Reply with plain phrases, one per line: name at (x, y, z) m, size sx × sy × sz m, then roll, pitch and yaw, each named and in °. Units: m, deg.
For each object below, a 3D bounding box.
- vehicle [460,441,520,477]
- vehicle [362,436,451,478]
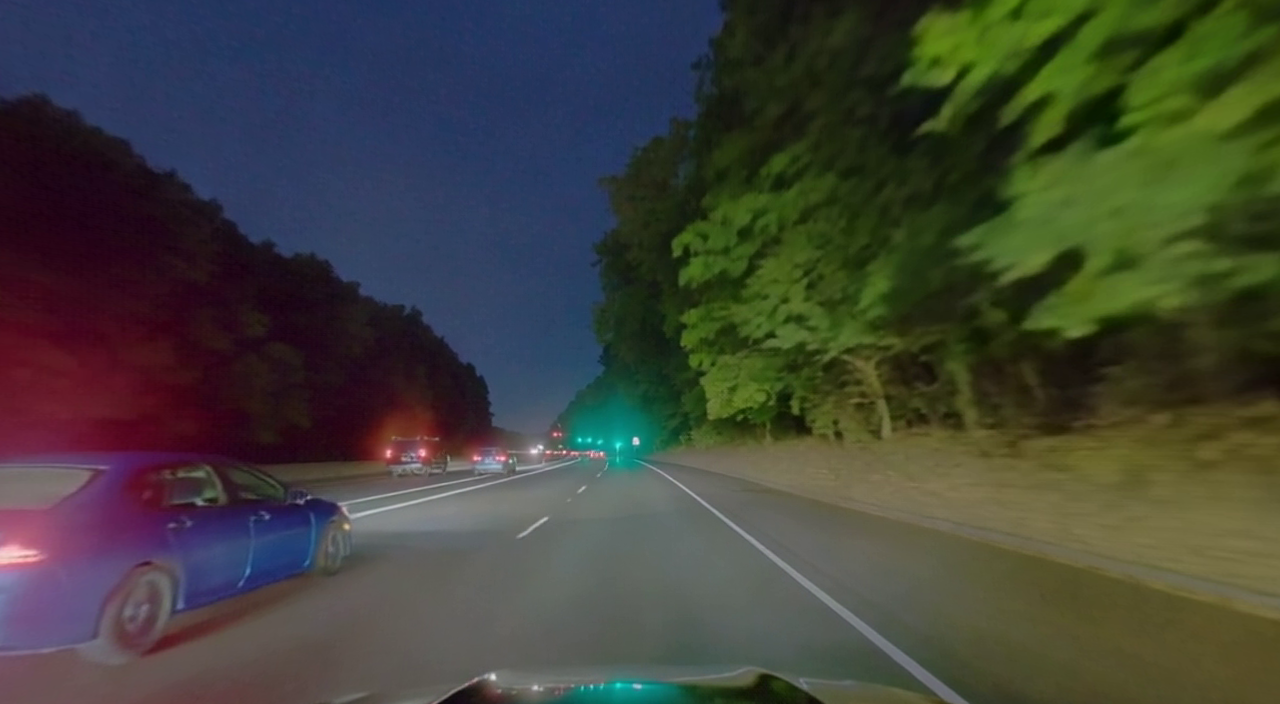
vehicle at (-7.599, 5.476, 32.365) m, size 2.060 × 1.680 × 4.255 m, roll 0°, pitch -9°, yaw -1°
vehicle at (-11.697, 5.306, 32.072) m, size 2.425 × 1.926 × 5.584 m, roll 0°, pitch -9°, yaw -1°
